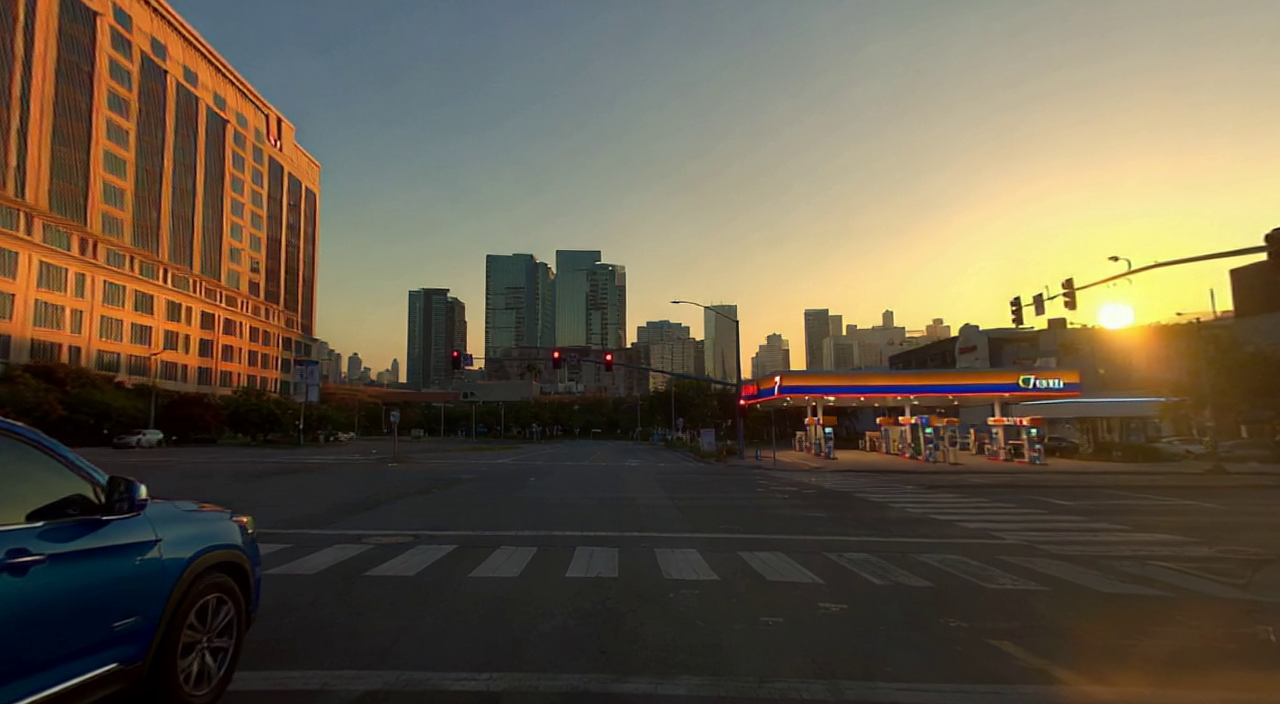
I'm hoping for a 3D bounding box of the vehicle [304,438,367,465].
[{"bbox_3d":[-20.468,6.726,42.533,2.004,1.699,4.486,0,-9,0],"label":"vehicle"}]

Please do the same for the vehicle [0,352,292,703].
[{"bbox_3d":[-3.431,0.805,2.042,2.053,1.690,4.364,0,-9,1],"label":"vehicle"}]
